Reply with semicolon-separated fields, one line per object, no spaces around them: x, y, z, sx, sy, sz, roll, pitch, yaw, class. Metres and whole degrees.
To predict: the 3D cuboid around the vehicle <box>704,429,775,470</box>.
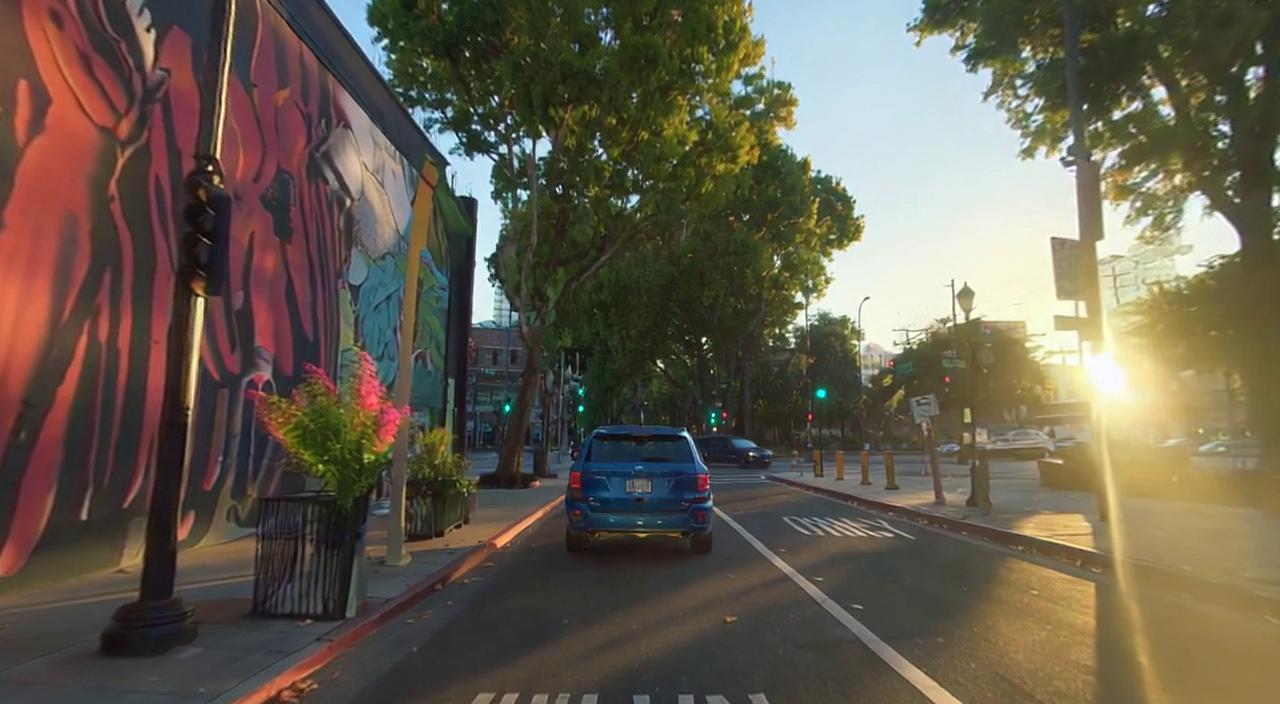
5.612;5.358;34.814;2.448;2.063;5.513;-4;-9;24;vehicle

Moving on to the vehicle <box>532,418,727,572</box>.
-0.125;1.822;8.754;2.079;1.621;3.861;0;-8;0;vehicle
